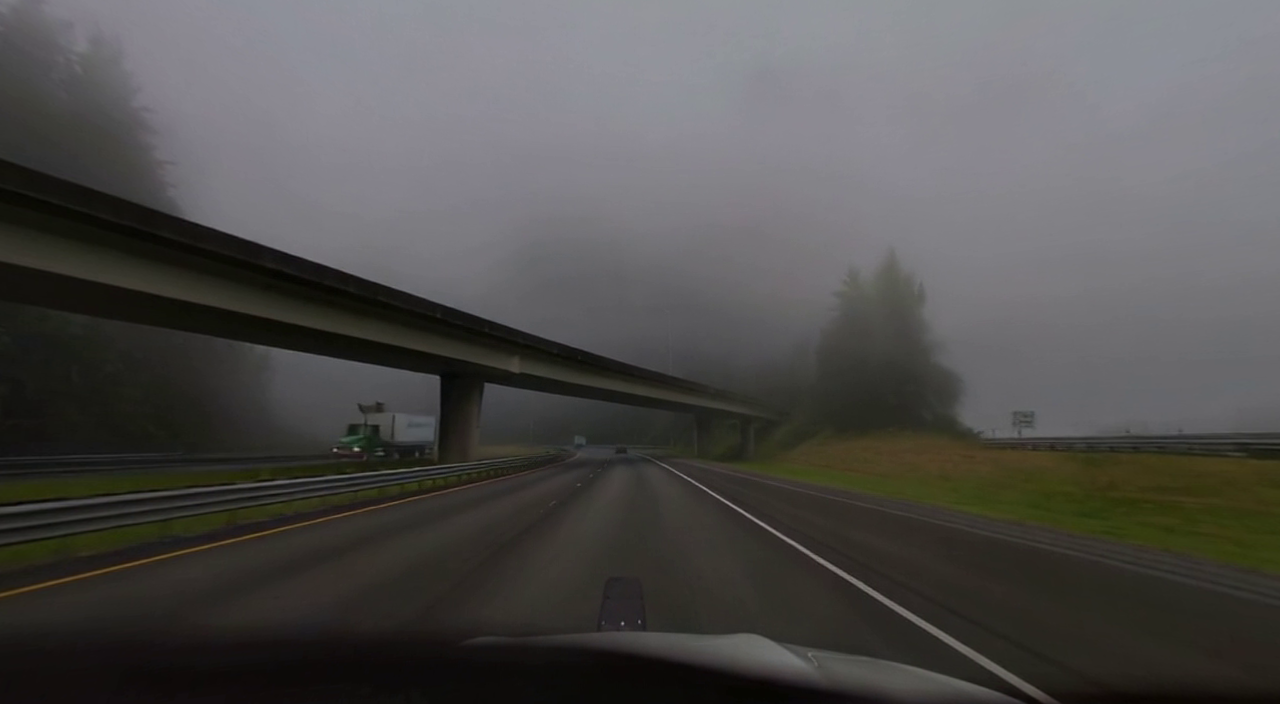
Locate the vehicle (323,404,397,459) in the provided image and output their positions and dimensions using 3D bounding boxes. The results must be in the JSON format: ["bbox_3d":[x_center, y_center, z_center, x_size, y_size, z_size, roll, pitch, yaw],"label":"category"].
[{"bbox_3d":[-21.342,6.181,48.388,3.017,3.927,5.948,1,-9,-3],"label":"vehicle"}]
